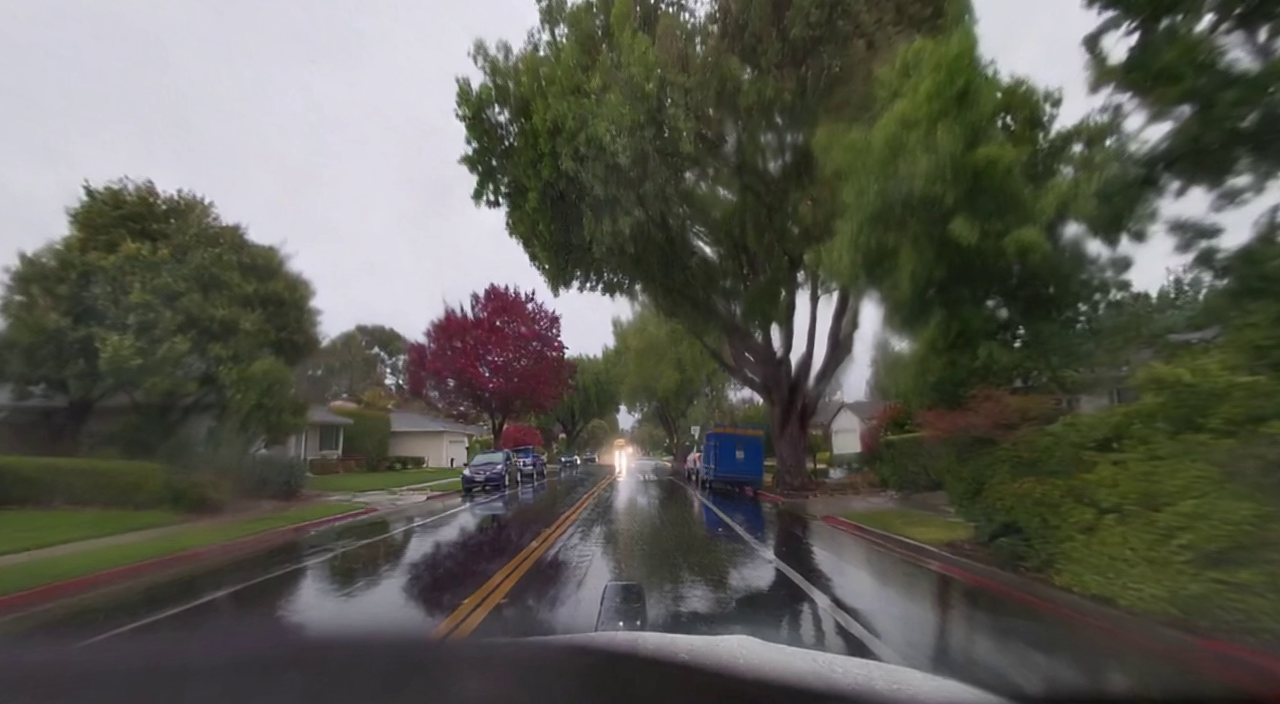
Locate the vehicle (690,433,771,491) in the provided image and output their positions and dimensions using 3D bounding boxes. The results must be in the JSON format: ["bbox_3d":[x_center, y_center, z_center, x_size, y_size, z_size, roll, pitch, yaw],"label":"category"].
[{"bbox_3d":[3.429,4.329,25.291,2.332,2.044,5.695,0,-9,-1],"label":"vehicle"}]

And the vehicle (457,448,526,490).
[{"bbox_3d":[-6.905,5.473,29.968,2.005,1.785,5.179,0,-9,0],"label":"vehicle"}]

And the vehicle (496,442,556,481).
[{"bbox_3d":[-6.492,6.321,36.791,2.302,2.059,5.758,0,-9,1],"label":"vehicle"}]
